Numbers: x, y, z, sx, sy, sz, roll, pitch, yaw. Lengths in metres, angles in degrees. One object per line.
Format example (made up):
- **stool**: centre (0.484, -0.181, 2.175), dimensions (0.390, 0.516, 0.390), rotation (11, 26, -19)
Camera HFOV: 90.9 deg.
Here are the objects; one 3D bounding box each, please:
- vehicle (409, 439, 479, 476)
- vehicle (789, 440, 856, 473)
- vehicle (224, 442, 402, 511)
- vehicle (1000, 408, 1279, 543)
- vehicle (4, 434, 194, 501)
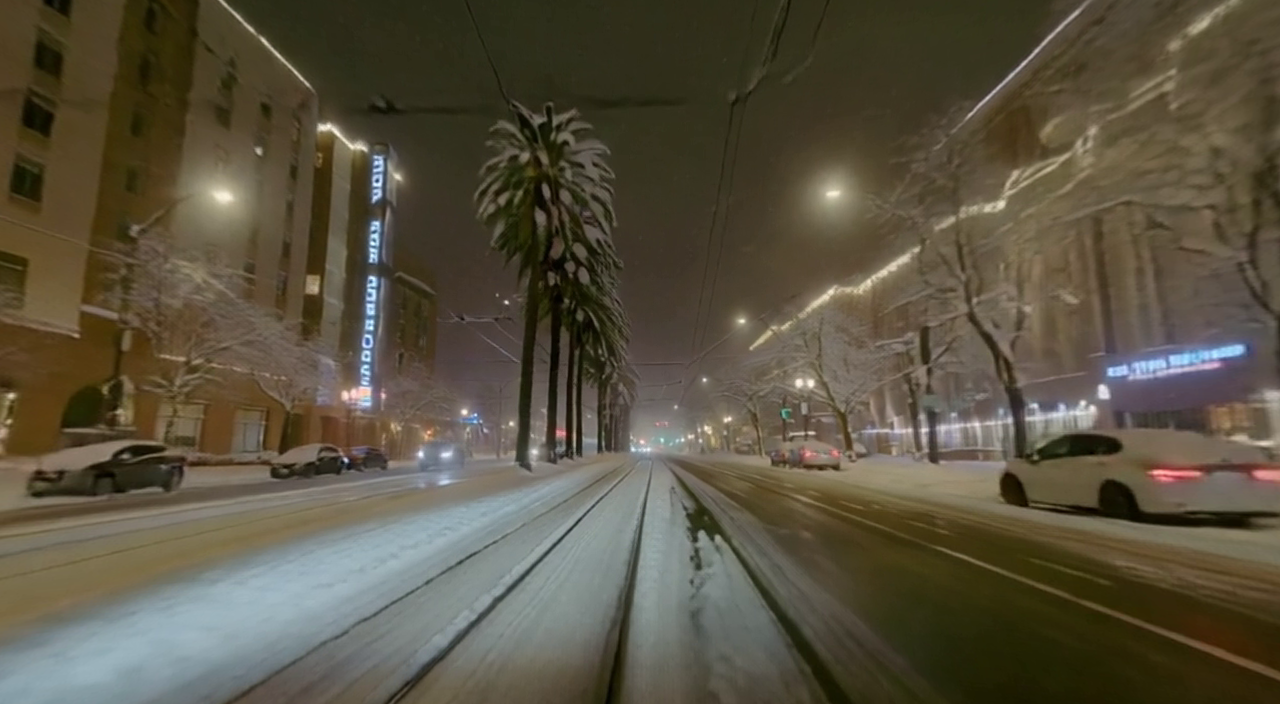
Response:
- **vehicle**: centre (-10.638, 5.735, 34.679), dimensions (2.096, 1.860, 4.953), rotation (-1, -8, 2)
- **vehicle**: centre (8.825, 5.088, 30.814), dimensions (1.816, 1.488, 4.102), rotation (0, -8, -4)
- **vehicle**: centre (-7.933, 3.039, 15.914), dimensions (2.046, 1.475, 4.426), rotation (0, -8, 1)
- **vehicle**: centre (8.371, 1.906, 10.382), dimensions (1.995, 1.677, 4.863), rotation (0, -8, 0)
- **vehicle**: centre (-16.591, 3.536, 19.724), dimensions (1.974, 1.808, 4.373), rotation (0, -8, 1)
